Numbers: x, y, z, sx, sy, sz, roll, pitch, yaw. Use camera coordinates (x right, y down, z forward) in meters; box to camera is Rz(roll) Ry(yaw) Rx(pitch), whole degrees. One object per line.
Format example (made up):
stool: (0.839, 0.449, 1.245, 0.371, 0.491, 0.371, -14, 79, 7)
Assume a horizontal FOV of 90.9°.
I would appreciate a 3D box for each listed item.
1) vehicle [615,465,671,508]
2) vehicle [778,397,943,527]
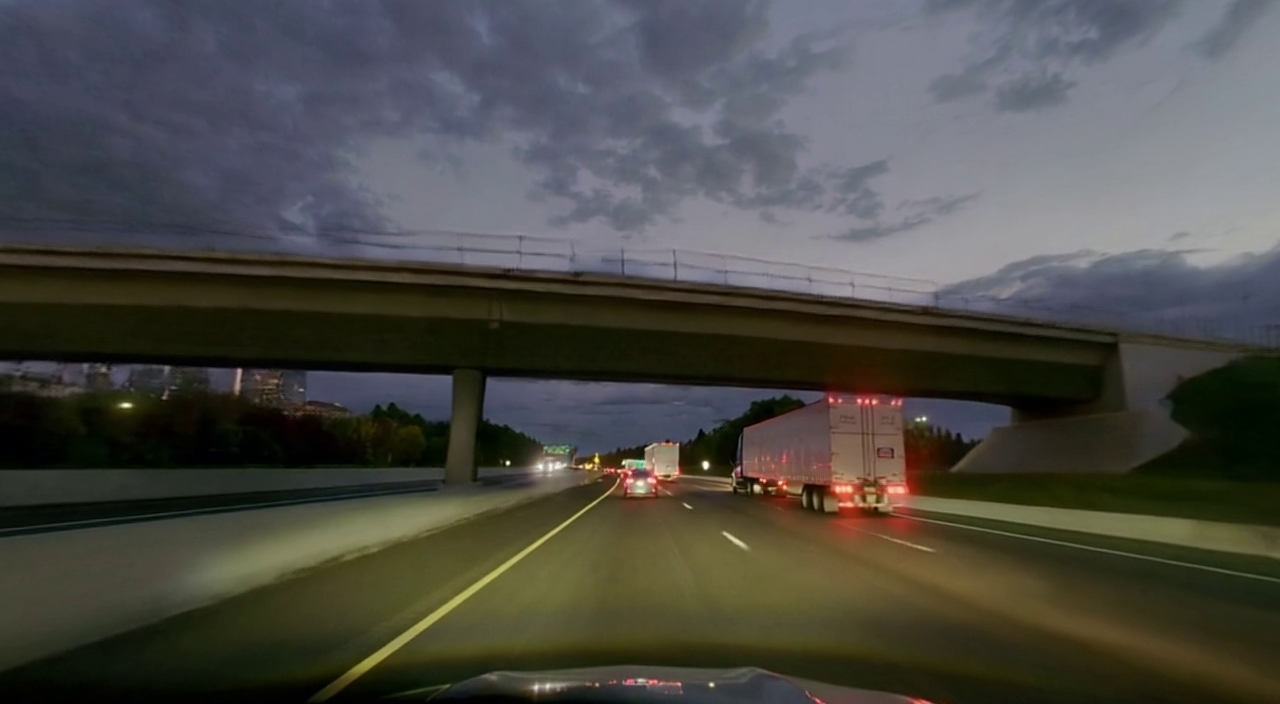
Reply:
vehicle: (0.111, 5.389, 25.409, 2.067, 1.552, 3.601, 1, -11, 0)
vehicle: (7.237, 3.901, 22.276, 2.839, 3.684, 8.091, 1, -11, 0)
